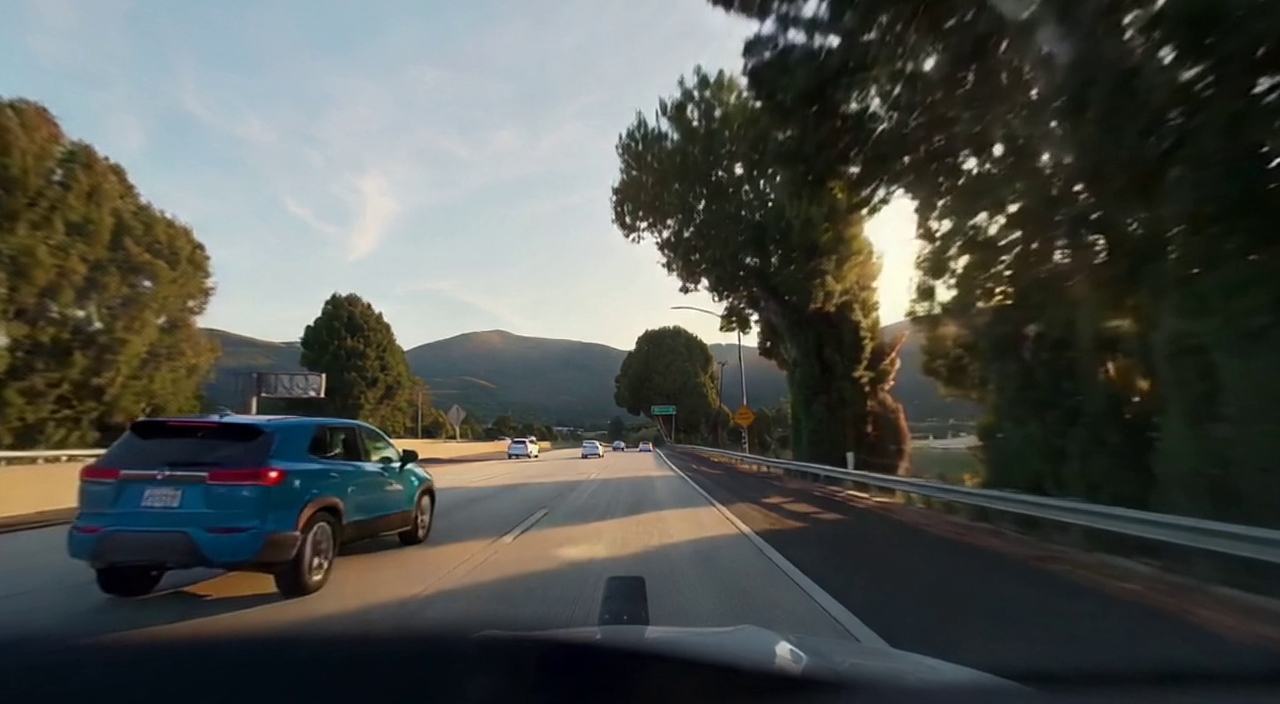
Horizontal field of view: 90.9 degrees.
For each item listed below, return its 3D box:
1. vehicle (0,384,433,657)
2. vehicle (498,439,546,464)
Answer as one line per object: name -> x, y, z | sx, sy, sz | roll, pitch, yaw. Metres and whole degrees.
vehicle -> -3.921, 1.389, 6.283 | 2.138, 1.718, 4.415 | -1, -8, 1
vehicle -> -7.289, 6.180, 39.306 | 1.963, 1.476, 4.739 | -1, -8, 1
